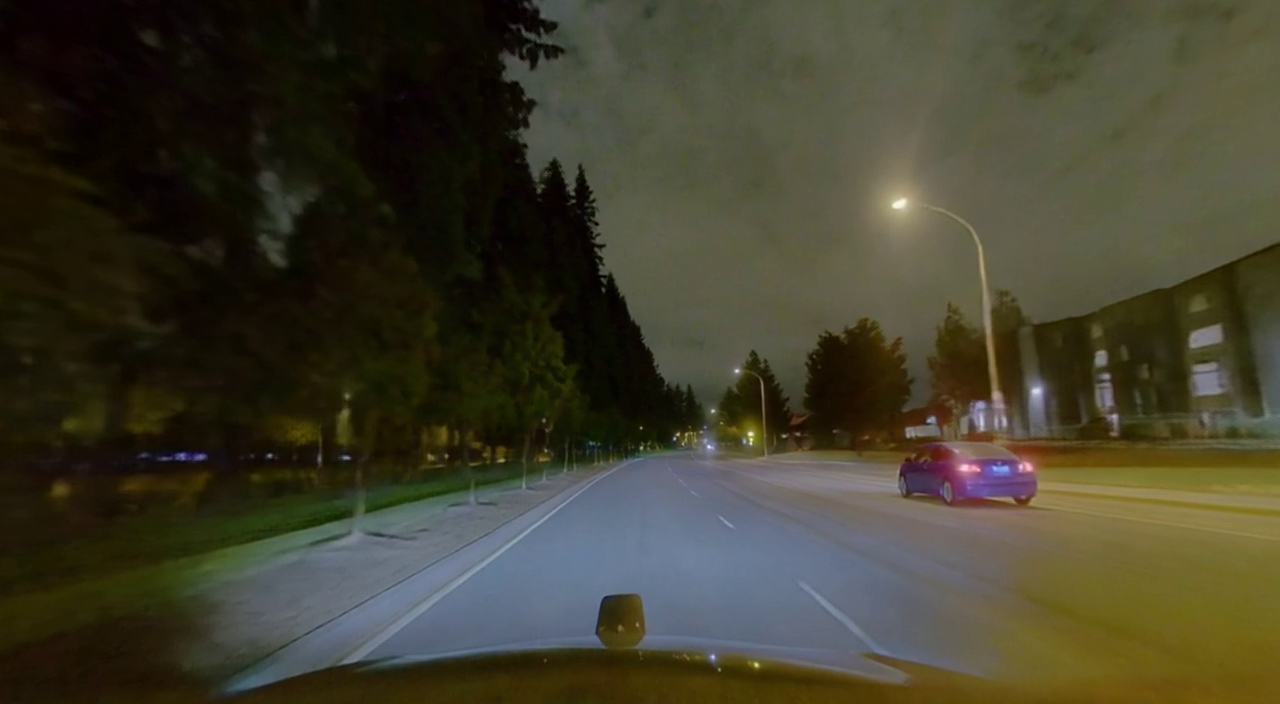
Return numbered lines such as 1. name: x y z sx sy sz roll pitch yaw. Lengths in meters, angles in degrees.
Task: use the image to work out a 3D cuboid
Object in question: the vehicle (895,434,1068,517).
1. vehicle: 7.139 2.595 13.665 1.797 1.518 3.433 0 -9 0
